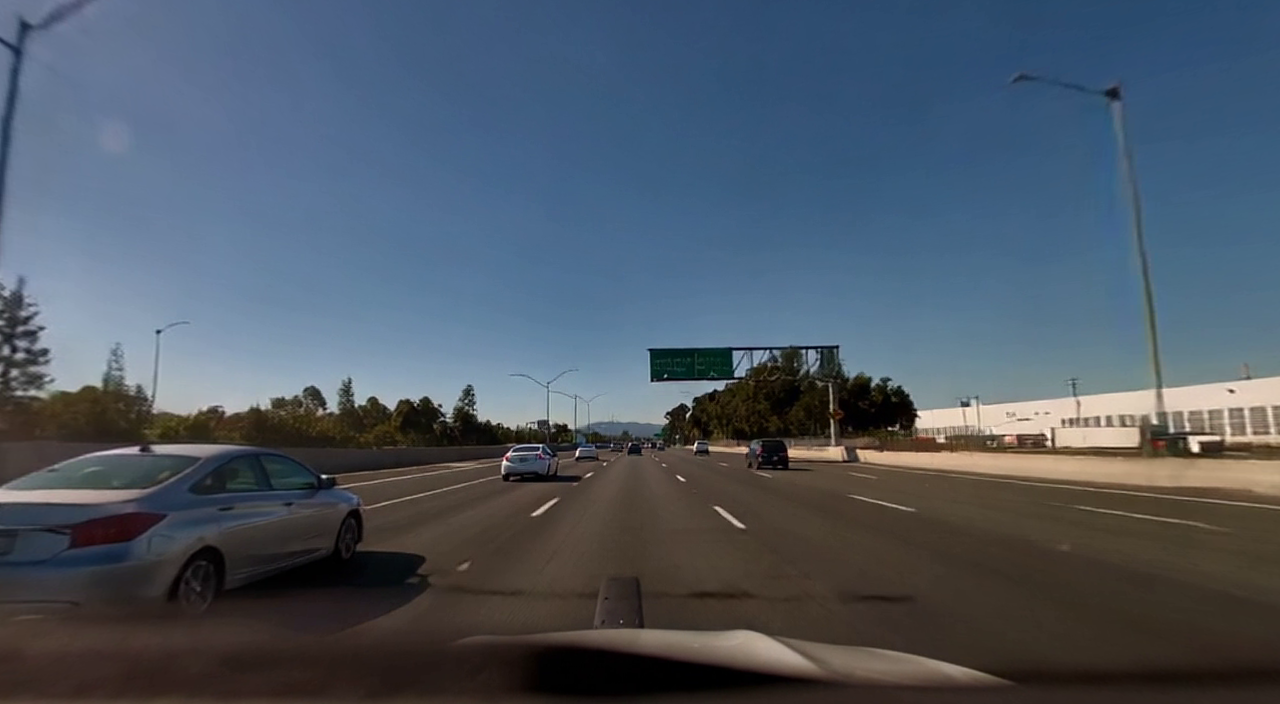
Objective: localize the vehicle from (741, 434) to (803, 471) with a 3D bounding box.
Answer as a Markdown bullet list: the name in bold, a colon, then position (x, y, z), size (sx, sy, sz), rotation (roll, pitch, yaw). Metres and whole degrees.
- **vehicle**: position (6.820, 5.260, 33.202), size (2.147, 1.769, 4.666), rotation (0, -9, -1)

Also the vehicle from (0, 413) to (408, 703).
- **vehicle**: position (-3.484, 1.276, 4.534), size (1.959, 1.433, 4.291), rotation (0, -9, 1)

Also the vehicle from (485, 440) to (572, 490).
- **vehicle**: position (-3.633, 3.775, 21.438), size (2.047, 1.469, 4.614), rotation (0, -9, 1)

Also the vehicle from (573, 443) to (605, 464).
- **vehicle**: position (-3.823, 7.692, 48.045), size (2.078, 1.464, 4.093), rotation (0, -9, 0)
